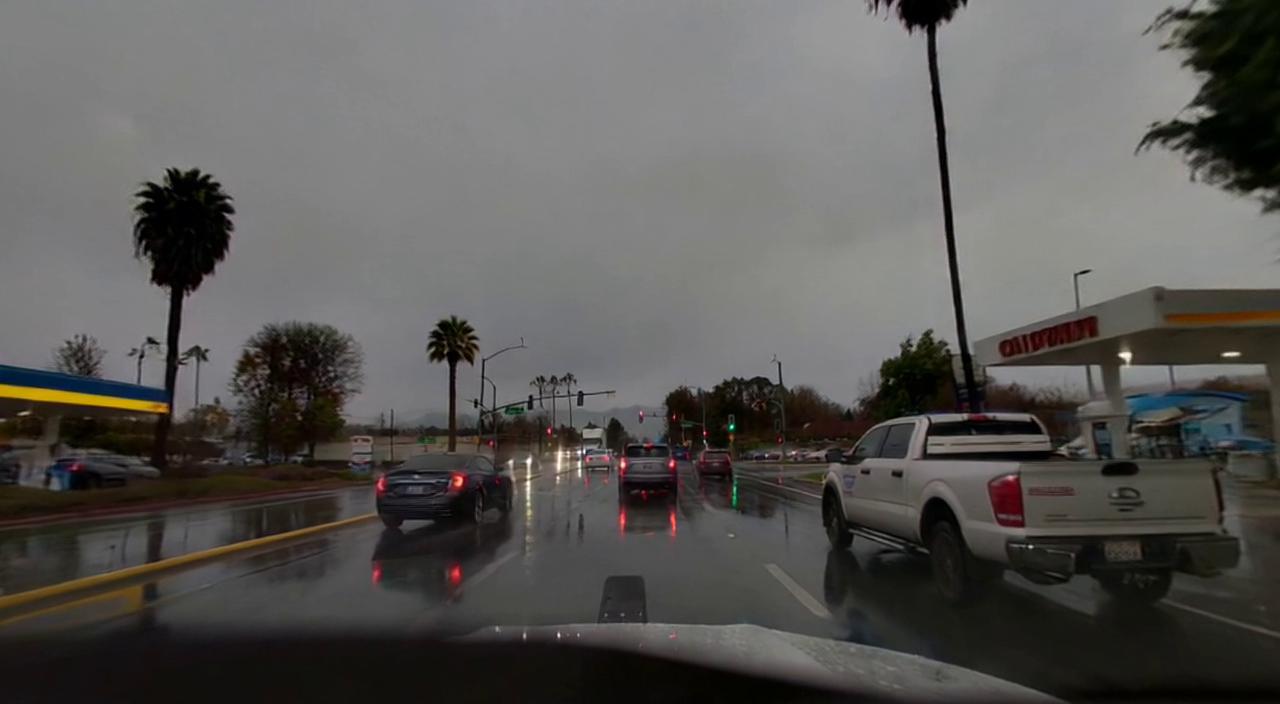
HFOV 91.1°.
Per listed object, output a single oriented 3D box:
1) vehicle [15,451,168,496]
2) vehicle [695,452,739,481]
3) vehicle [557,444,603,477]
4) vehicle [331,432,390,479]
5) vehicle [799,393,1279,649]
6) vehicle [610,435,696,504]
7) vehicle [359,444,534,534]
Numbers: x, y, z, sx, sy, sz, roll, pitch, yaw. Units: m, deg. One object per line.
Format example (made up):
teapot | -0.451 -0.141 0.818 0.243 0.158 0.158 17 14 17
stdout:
vehicle | -29.300 6.448 34.007 2.543 2.092 6.613 0 -9 -3
vehicle | 4.030 6.072 33.503 1.901 1.401 3.965 0 -9 1
vehicle | -3.424 6.315 36.780 2.071 1.811 4.605 0 -9 2
vehicle | -18.141 6.724 40.699 3.441 2.870 2.109 -9 -13 43
vehicle | 3.633 1.625 7.345 2.120 1.828 5.531 0 -9 0
vehicle | 0.375 3.583 19.726 2.295 1.835 5.471 0 -9 1
vehicle | -3.701 2.697 13.086 1.983 1.502 4.720 0 -9 2
